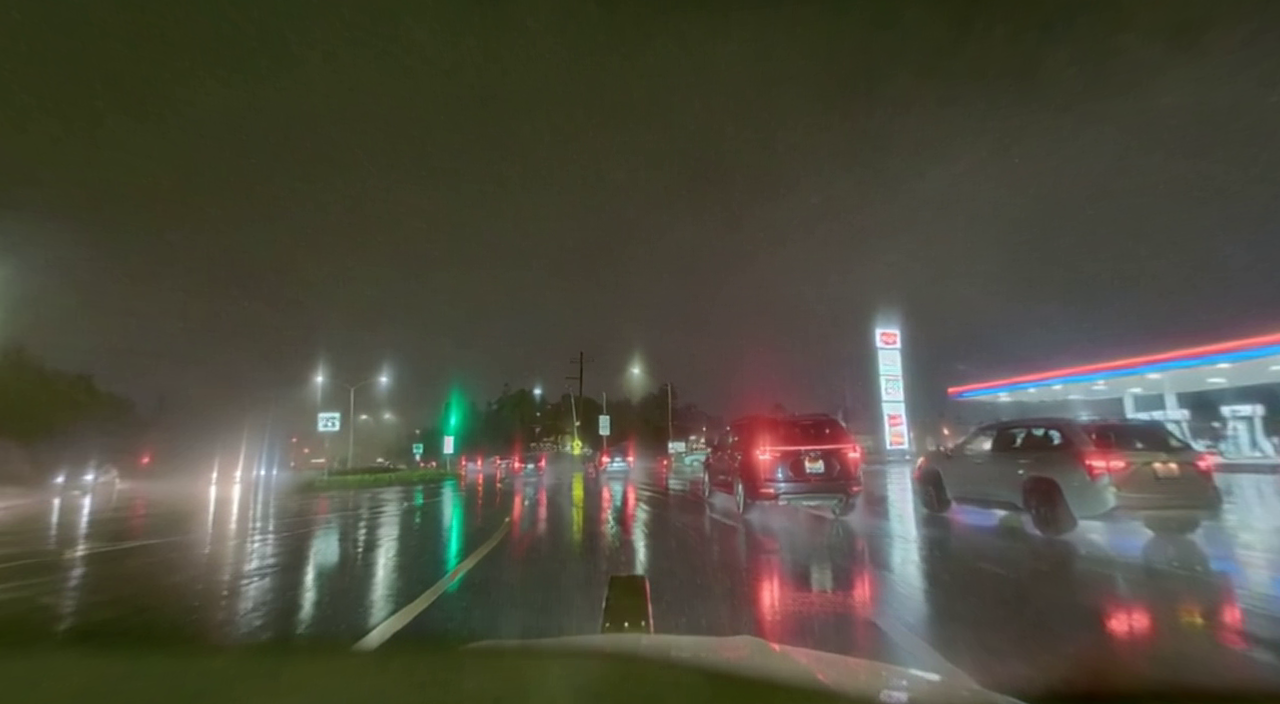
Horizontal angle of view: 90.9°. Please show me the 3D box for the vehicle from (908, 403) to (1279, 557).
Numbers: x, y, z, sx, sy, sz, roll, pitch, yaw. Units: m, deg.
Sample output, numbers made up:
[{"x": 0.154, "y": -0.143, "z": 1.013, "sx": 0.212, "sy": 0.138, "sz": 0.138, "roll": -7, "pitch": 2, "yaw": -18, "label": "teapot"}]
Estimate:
[{"x": 5.772, "y": 1.669, "z": 8.866, "sx": 1.881, "sy": 1.604, "sz": 4.289, "roll": 1, "pitch": -8, "yaw": -4, "label": "vehicle"}]

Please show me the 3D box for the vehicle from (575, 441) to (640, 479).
[{"x": -1.579, "y": 4.971, "z": 29.218, "sx": 2.012, "sy": 1.612, "sz": 4.114, "roll": 3, "pitch": -9, "yaw": -17, "label": "vehicle"}]

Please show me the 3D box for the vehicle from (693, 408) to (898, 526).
[{"x": 2.599, "y": 2.111, "z": 12.071, "sx": 2.184, "sy": 1.777, "sz": 4.712, "roll": 1, "pitch": -9, "yaw": -8, "label": "vehicle"}]

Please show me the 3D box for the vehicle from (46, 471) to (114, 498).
[{"x": -37.178, "y": 8.759, "z": 41.980, "sx": 1.788, "sy": 1.479, "sz": 4.506, "roll": 3, "pitch": -9, "yaw": -21, "label": "vehicle"}]

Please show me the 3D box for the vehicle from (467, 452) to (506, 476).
[{"x": -11.456, "y": 8.286, "z": 46.887, "sx": 2.193, "sy": 1.609, "sz": 3.874, "roll": 3, "pitch": -9, "yaw": -21, "label": "vehicle"}]

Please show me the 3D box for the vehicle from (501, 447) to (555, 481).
[{"x": -5.531, "y": 5.404, "z": 30.781, "sx": 2.107, "sy": 1.527, "sz": 4.174, "roll": 2, "pitch": -9, "yaw": -16, "label": "vehicle"}]
